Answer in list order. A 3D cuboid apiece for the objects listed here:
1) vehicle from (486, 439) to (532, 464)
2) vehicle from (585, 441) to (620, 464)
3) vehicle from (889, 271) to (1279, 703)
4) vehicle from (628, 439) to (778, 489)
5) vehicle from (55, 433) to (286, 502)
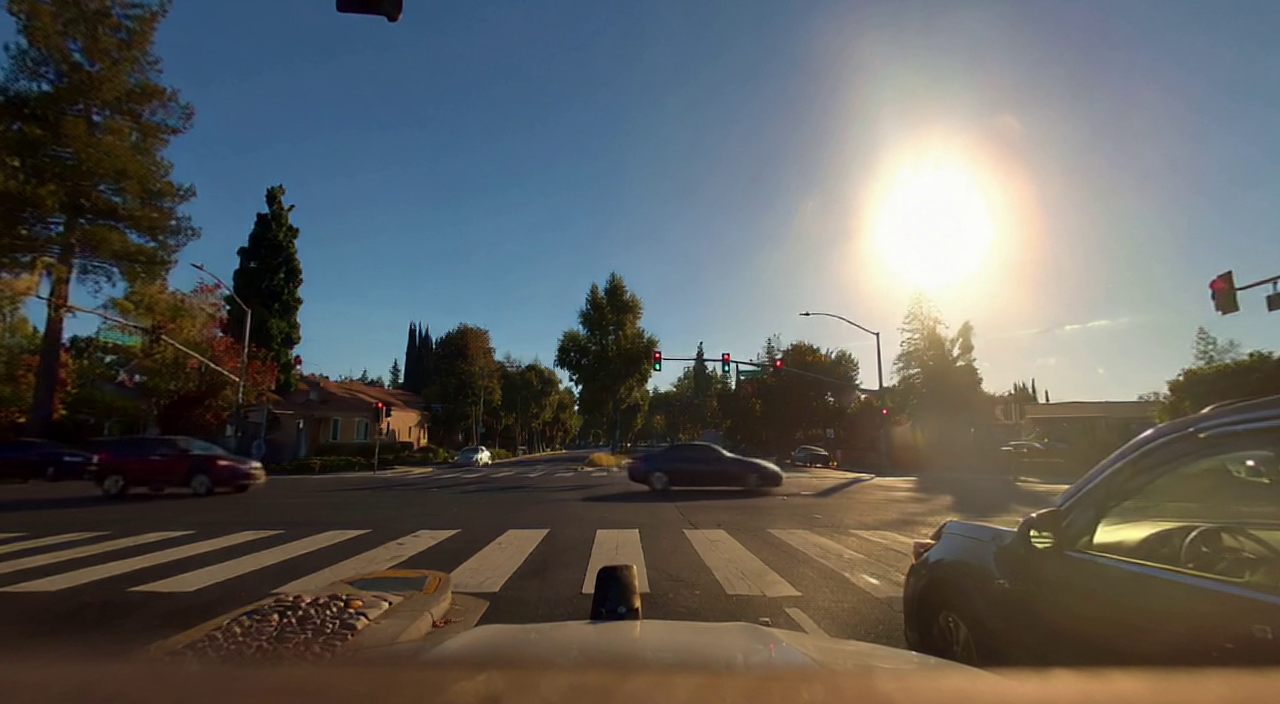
[{"bbox_3d":[-8.967,6.862,43.641,2.028,1.654,5.027,0,-9,1],"label":"vehicle"},{"bbox_3d":[-2.436,6.713,42.260,2.046,1.491,4.118,0,-9,1],"label":"vehicle"},{"bbox_3d":[2.706,0.713,1.717,2.085,1.800,4.908,0,-9,1],"label":"vehicle"},{"bbox_3d":[1.891,3.539,20.154,4.537,1.501,1.950,0,-9,-1],"label":"vehicle"},{"bbox_3d":[-12.070,2.981,16.519,4.332,1.682,2.025,0,-9,-1],"label":"vehicle"}]
